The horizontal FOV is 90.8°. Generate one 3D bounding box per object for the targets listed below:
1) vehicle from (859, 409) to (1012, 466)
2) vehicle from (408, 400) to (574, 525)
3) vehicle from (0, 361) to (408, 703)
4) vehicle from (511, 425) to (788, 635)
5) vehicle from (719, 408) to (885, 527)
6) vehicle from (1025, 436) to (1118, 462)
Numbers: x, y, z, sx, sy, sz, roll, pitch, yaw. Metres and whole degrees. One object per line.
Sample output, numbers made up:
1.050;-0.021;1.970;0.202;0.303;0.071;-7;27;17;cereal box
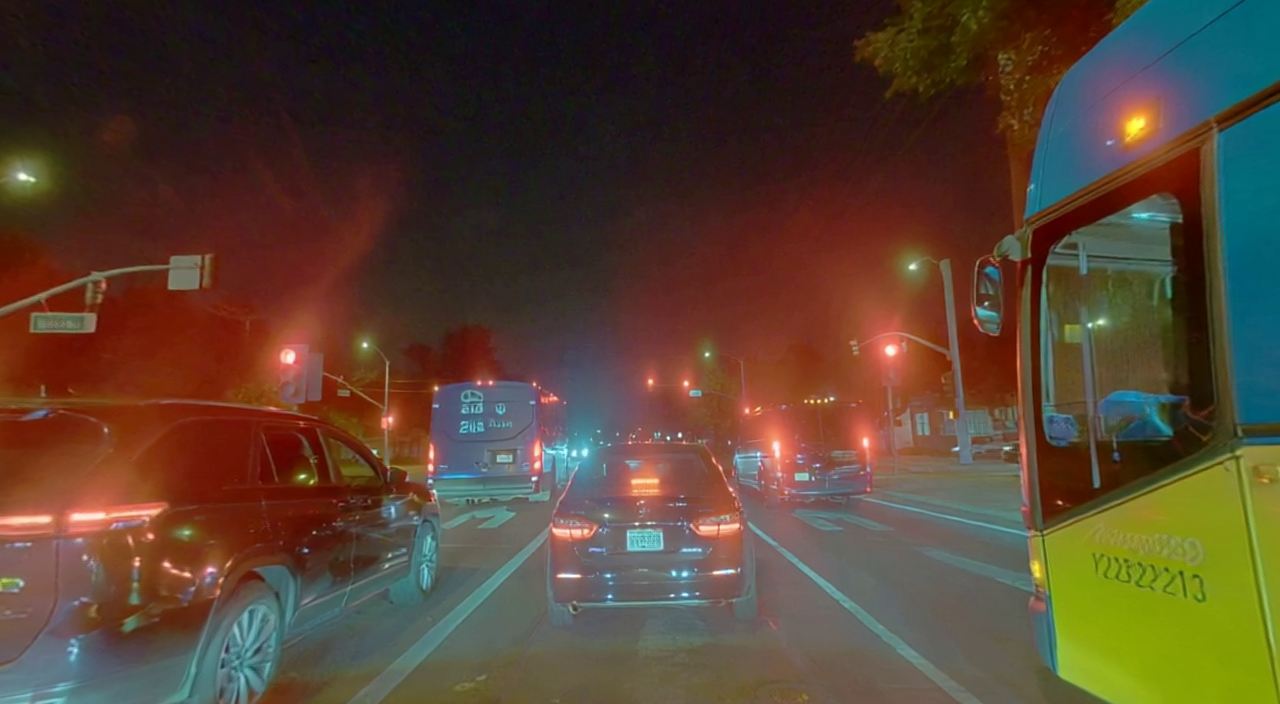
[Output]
17.588;5.130;37.924;7.839;3.213;2.628;0;-8;-3;vehicle
-2.936;2.355;13.952;2.335;2.221;5.165;0;-8;1;vehicle
-3.417;1.178;4.630;1.921;1.701;3.989;0;-8;0;vehicle
0.059;1.549;6.418;1.976;1.485;3.624;0;-8;0;vehicle
3.142;2.395;13.676;2.143;2.036;5.367;0;-8;0;vehicle
25.869;5.824;37.978;4.229;1.489;1.794;0;-8;-1;vehicle
